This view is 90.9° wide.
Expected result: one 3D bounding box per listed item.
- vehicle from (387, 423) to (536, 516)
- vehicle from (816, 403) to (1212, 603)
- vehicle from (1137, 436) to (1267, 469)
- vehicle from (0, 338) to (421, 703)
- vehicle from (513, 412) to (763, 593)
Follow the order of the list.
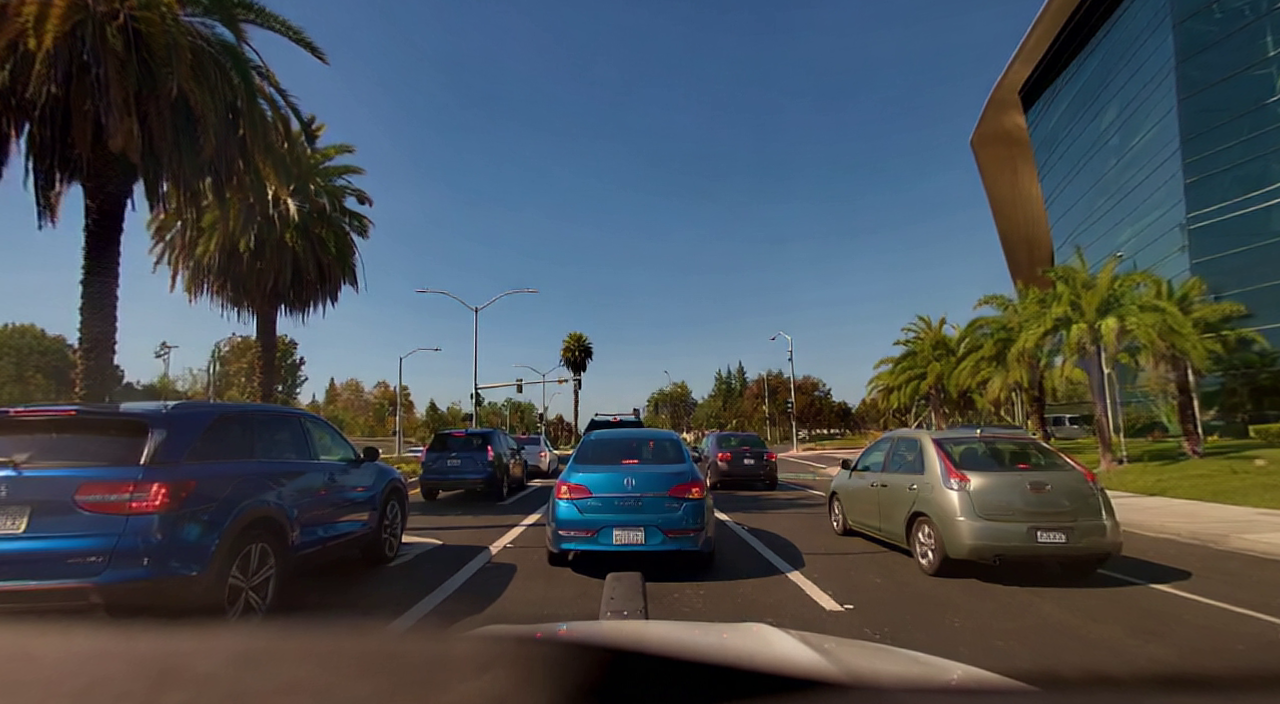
[{"bbox_3d":[-3.474,2.354,13.074,1.917,1.631,3.768,0,-8,1],"label":"vehicle"},{"bbox_3d":[3.835,1.623,7.685,2.064,1.696,4.431,0,-8,0],"label":"vehicle"},{"bbox_3d":[25.446,4.545,28.653,4.014,1.417,1.777,-1,-8,5],"label":"vehicle"},{"bbox_3d":[-3.542,1.135,5.075,2.014,1.775,4.404,0,-8,-1],"label":"vehicle"},{"bbox_3d":[-0.057,1.658,7.824,2.219,1.586,4.321,0,-8,-1],"label":"vehicle"}]
